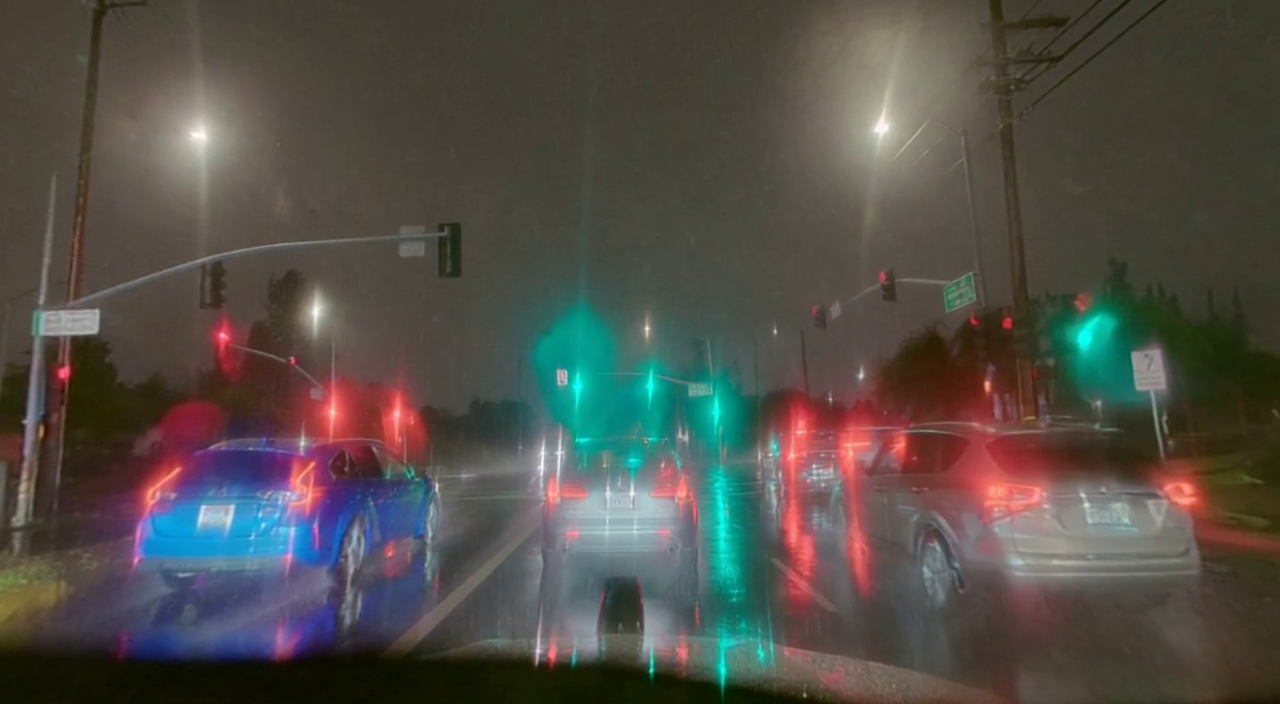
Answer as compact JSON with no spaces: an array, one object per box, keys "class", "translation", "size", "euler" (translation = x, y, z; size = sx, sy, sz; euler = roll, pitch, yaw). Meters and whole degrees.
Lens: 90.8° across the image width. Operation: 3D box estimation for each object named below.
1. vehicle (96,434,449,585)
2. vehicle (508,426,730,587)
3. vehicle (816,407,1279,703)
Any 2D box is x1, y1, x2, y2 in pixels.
[{"class":"vehicle","translation":[-4.359,1.901,8.556],"size":[2.106,1.492,4.312],"euler":[0,-8,1]},{"class":"vehicle","translation":[-0.233,1.757,8.056],"size":[2.061,1.485,4.196],"euler":[0,-8,-1]},{"class":"vehicle","translation":[2.910,1.301,5.060],"size":[1.860,1.494,3.707],"euler":[0,-8,-1]}]
